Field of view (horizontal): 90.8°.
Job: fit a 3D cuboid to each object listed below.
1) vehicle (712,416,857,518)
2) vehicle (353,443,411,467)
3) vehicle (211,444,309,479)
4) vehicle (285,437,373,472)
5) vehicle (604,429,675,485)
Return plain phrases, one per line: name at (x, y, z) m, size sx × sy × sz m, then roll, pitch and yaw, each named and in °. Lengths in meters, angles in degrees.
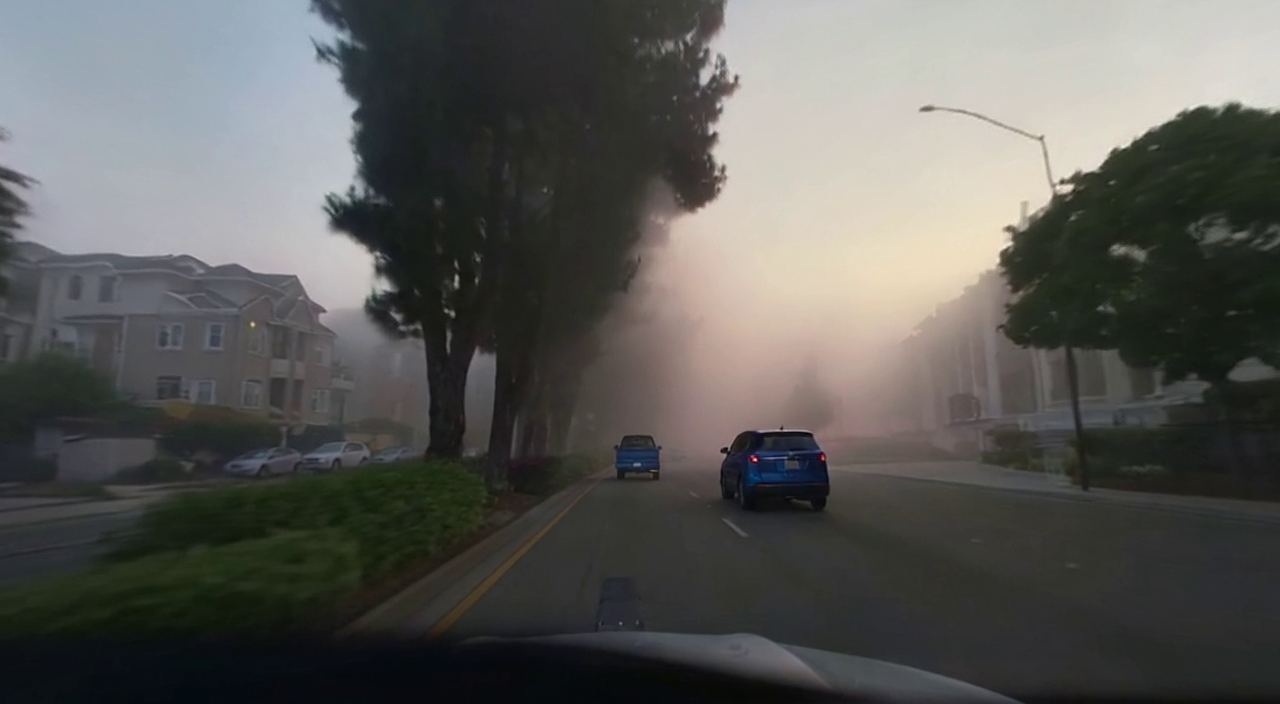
vehicle at (2.872, 2.425, 13.726) m, size 2.033 × 1.823 × 4.409 m, roll 0°, pitch -9°, yaw -1°
vehicle at (-18.311, 7.372, 45.111) m, size 1.961 × 1.556 × 4.791 m, roll -1°, pitch -10°, yaw 3°
vehicle at (-18.644, 5.421, 31.333) m, size 1.954 × 1.570 × 4.828 m, roll 1°, pitch -10°, yaw -2°
vehicle at (-18.367, 6.143, 37.701) m, size 2.195 × 1.894 × 5.489 m, roll -2°, pitch -10°, yaw 3°
vehicle at (0.043, 3.868, 23.560) m, size 2.345 × 1.841 × 5.032 m, roll 0°, pitch -9°, yaw 1°
